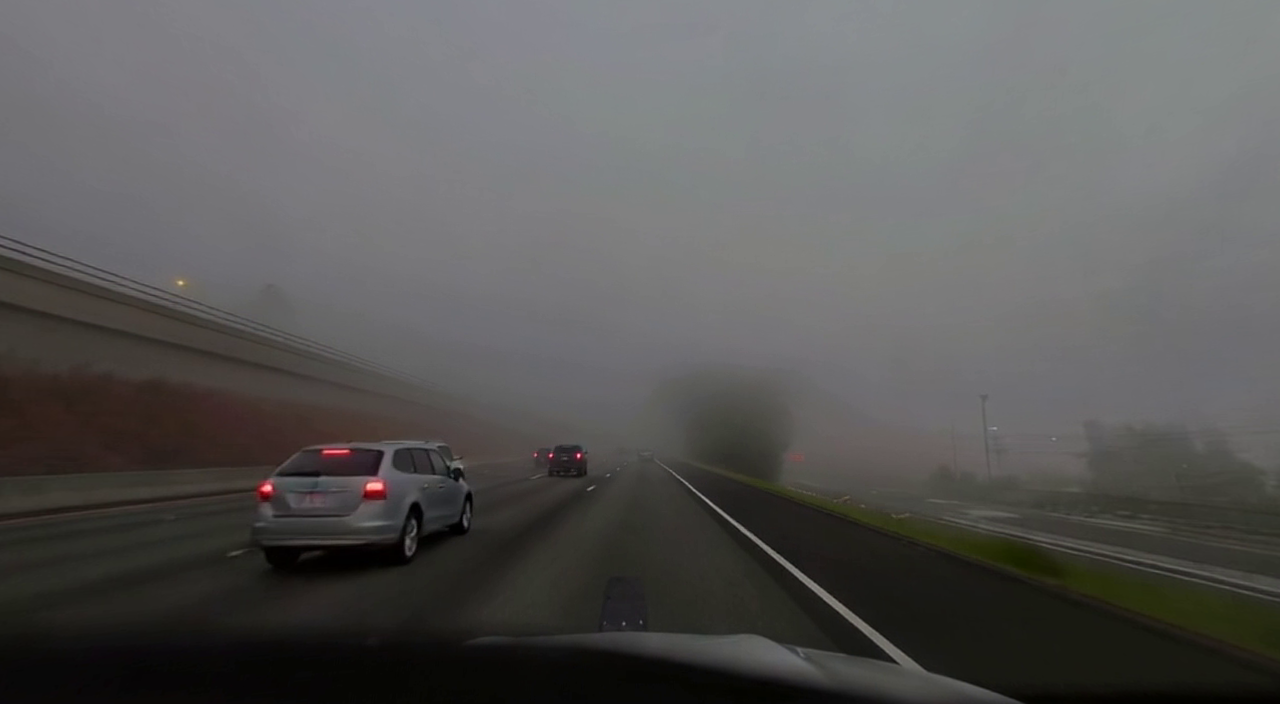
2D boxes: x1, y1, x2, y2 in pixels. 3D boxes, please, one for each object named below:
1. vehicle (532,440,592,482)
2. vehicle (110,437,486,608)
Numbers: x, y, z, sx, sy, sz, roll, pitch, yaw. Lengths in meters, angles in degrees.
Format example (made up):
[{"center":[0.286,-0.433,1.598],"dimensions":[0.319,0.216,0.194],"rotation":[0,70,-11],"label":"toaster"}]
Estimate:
[{"center":[-3.454,4.920,28.764],"dimensions":[2.052,1.731,4.372],"rotation":[0,-8,2],"label":"vehicle"},{"center":[-3.493,1.788,7.655],"dimensions":[2.056,1.449,4.330],"rotation":[0,-8,1],"label":"vehicle"}]
